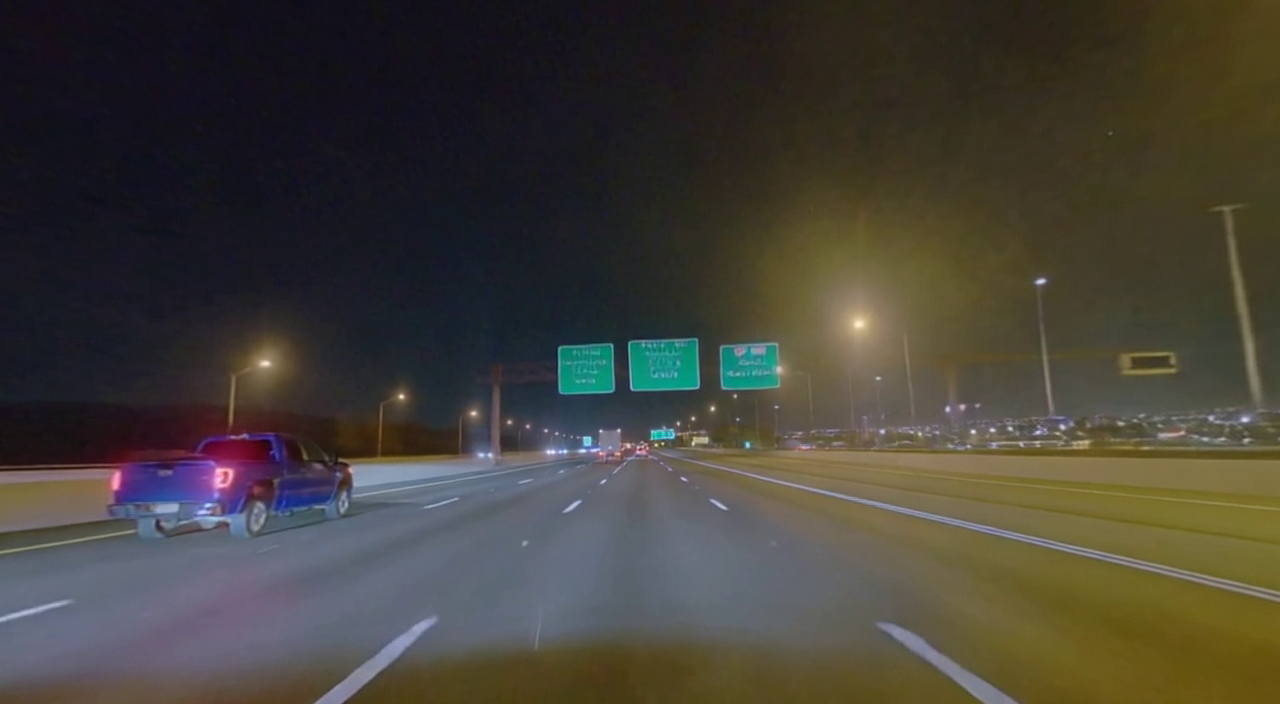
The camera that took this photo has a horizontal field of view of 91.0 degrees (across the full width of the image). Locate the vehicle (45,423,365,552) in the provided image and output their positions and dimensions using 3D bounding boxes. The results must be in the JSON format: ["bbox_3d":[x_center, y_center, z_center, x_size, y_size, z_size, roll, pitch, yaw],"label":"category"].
[{"bbox_3d":[-6.976,2.213,10.993,2.168,1.729,4.724,0,-9,0],"label":"vehicle"}]
